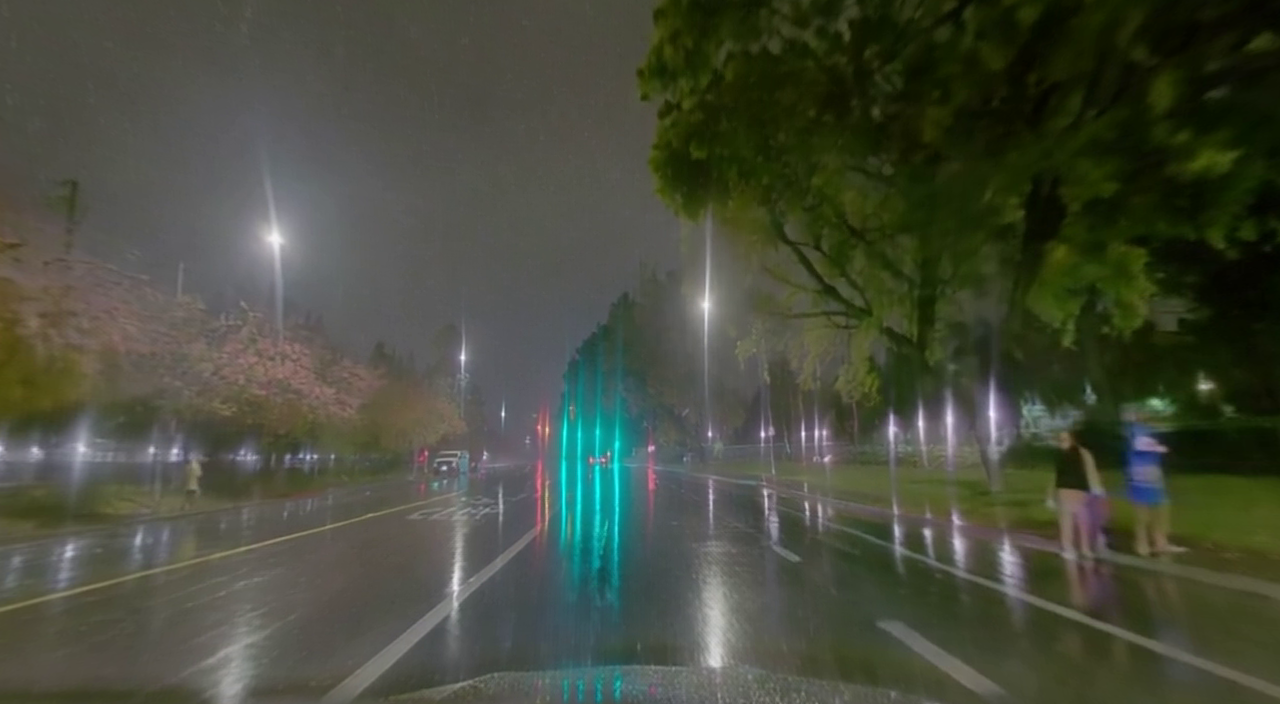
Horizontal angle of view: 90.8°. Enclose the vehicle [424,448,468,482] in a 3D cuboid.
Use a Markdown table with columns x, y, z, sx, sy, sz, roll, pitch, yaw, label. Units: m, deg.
| x | y | z | sx | sy | sz | roll | pitch | yaw | label |
| --- | --- | --- | --- | --- | --- | --- | --- | --- | --- |
| -14.809 | 8.595 | 48.483 | 2.314 | 2.144 | 5.403 | -3 | -7 | -7 | vehicle |
